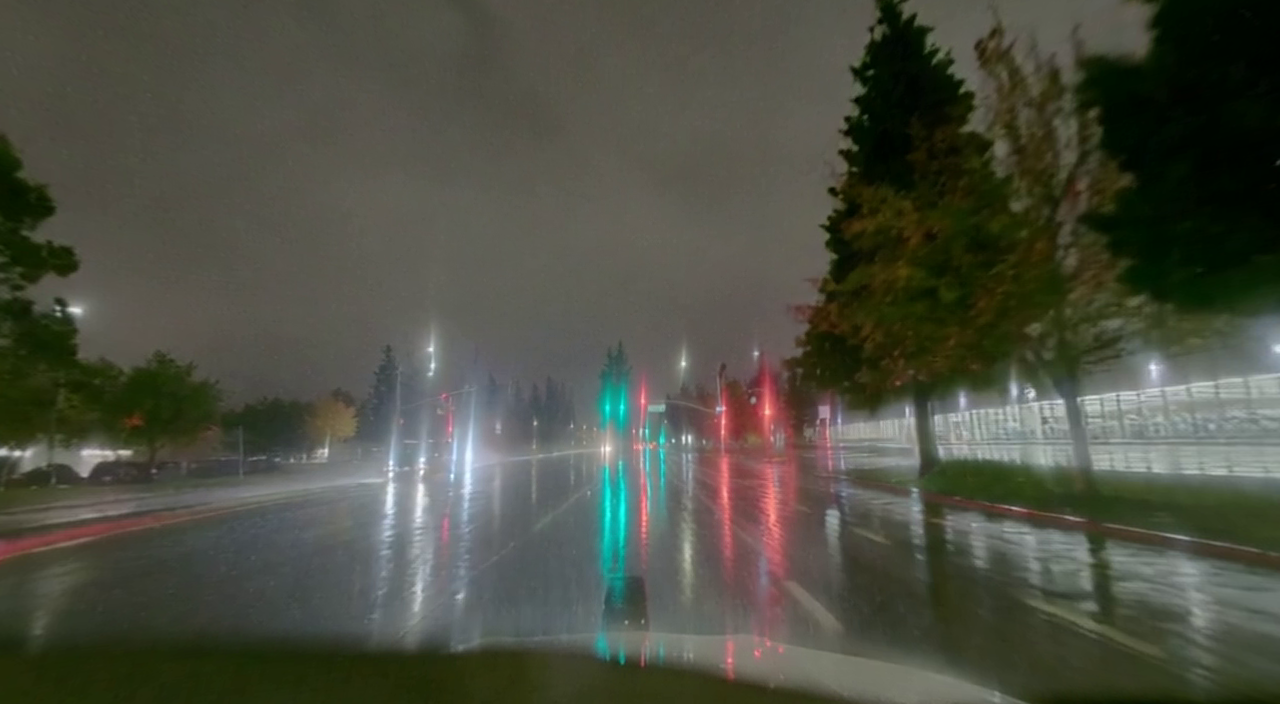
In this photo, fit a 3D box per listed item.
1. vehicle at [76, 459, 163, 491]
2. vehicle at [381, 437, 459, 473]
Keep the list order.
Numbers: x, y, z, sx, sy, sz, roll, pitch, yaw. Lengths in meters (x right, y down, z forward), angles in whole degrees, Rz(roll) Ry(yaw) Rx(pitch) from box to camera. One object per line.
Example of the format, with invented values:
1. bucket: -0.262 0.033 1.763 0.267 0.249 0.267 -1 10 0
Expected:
1. vehicle: -34.402 8.108 41.871 2.020 1.812 4.914 1 -9 -8
2. vehicle: -12.353 5.814 35.852 2.225 1.876 5.661 0 -8 2
